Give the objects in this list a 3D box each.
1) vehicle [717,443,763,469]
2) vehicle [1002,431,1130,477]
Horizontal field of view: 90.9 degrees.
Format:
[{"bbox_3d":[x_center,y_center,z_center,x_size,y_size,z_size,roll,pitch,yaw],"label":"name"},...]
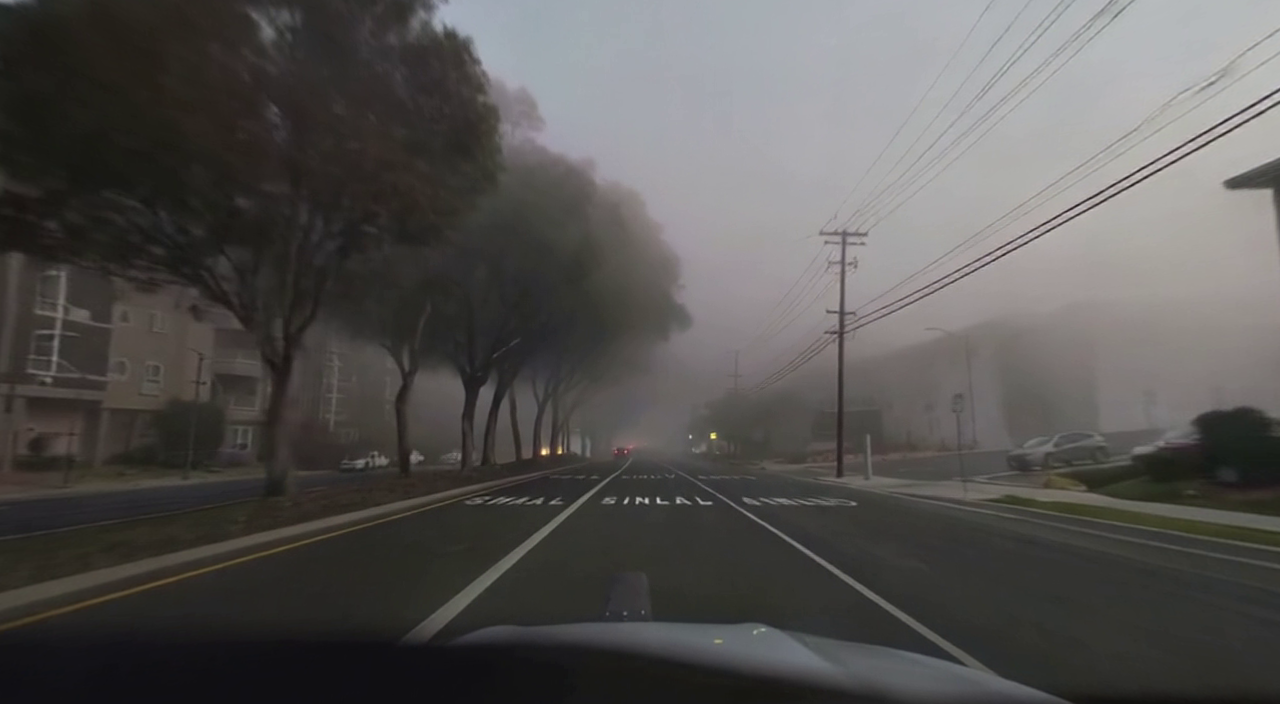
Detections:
[{"bbox_3d":[7.699,8.050,49.141,2.747,1.938,4.708,0,-8,-1],"label":"vehicle"},{"bbox_3d":[17.682,4.257,26.511,1.960,1.725,4.616,0,-8,-3],"label":"vehicle"}]
